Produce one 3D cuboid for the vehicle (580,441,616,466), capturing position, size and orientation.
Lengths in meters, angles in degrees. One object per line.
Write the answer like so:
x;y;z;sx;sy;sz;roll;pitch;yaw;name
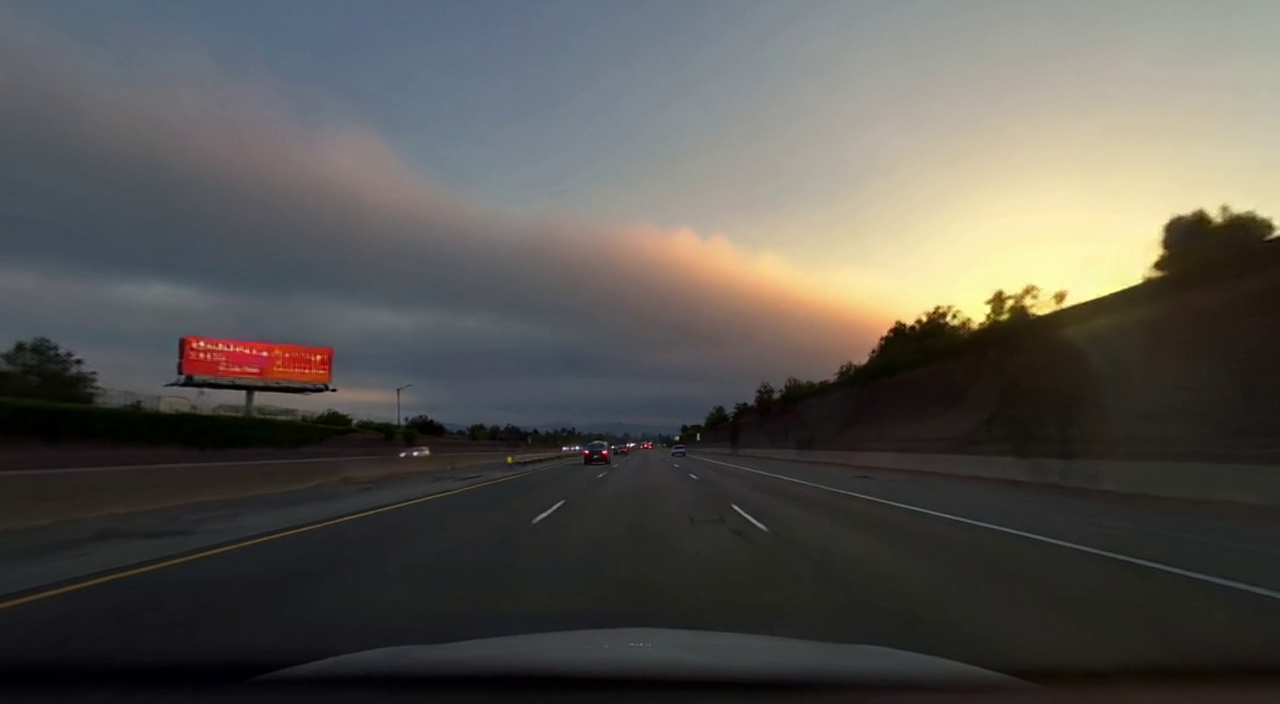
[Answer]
-3.039;7.467;46.596;2.319;1.738;4.355;0;-8;0;vehicle
